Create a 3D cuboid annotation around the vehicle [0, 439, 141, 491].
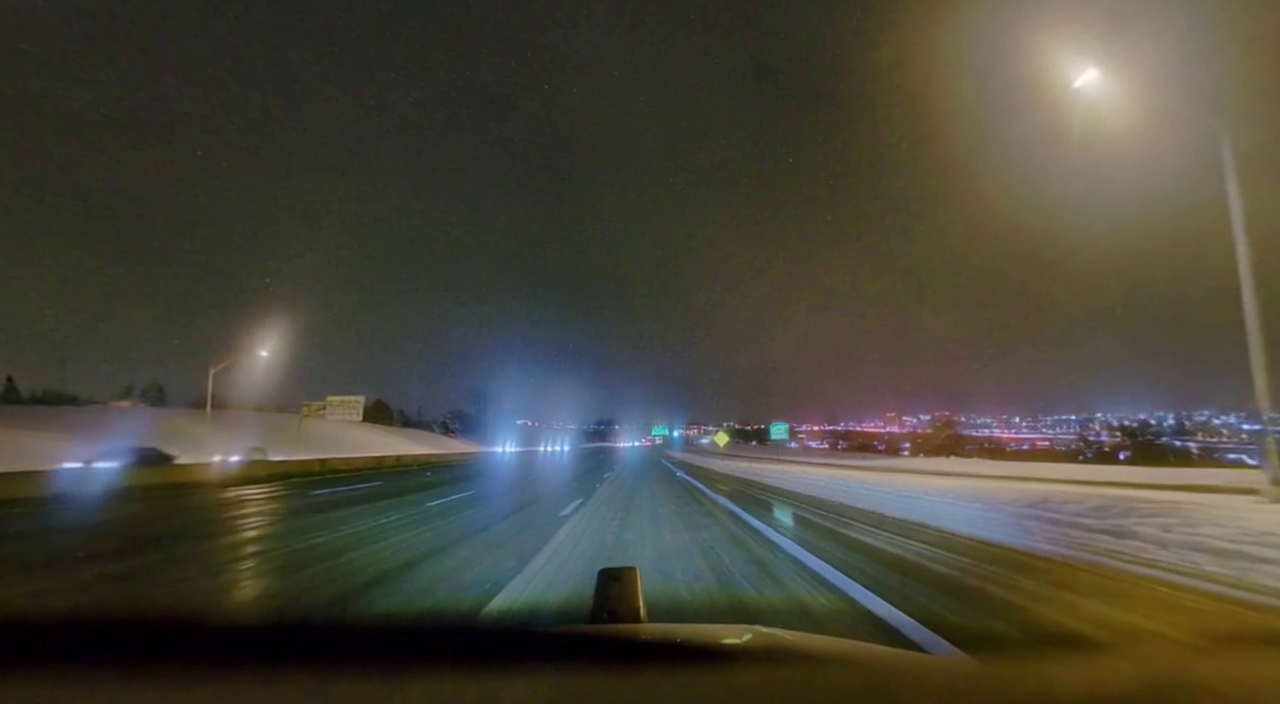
[{"bbox_3d":[-19.036,3.669,20.706,1.784,1.512,4.079,0,-9,1],"label":"vehicle"}]
